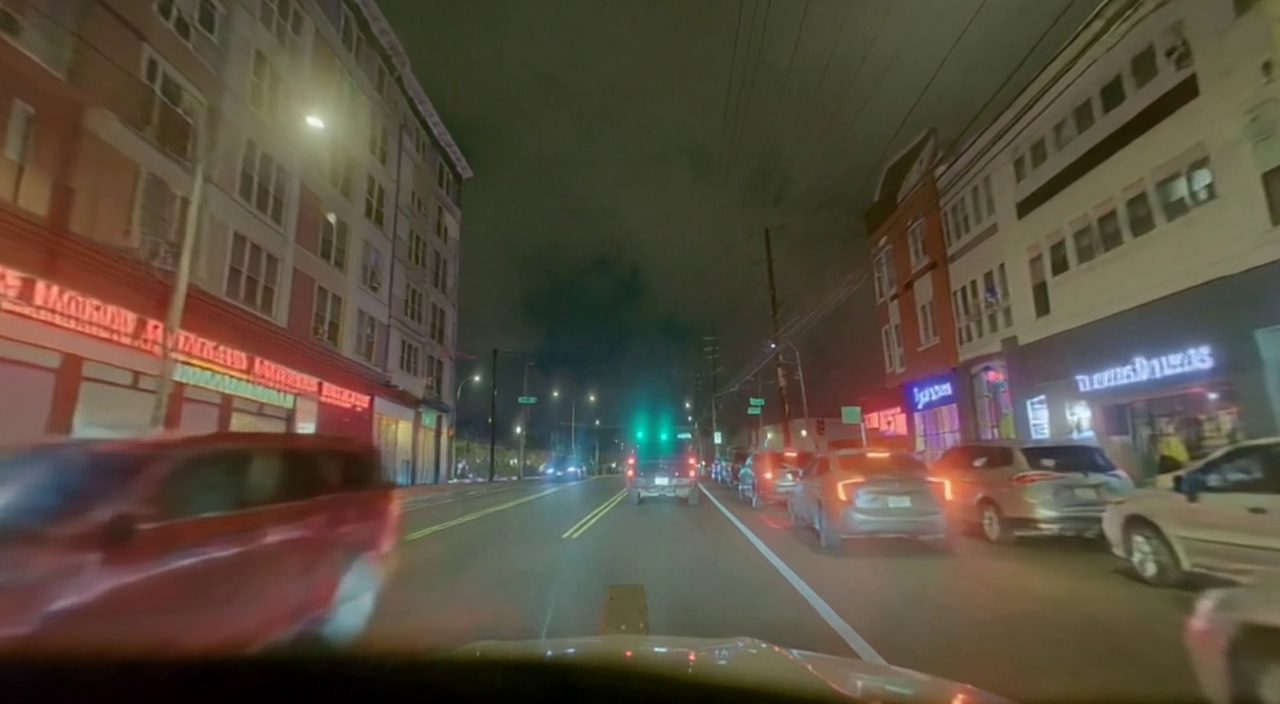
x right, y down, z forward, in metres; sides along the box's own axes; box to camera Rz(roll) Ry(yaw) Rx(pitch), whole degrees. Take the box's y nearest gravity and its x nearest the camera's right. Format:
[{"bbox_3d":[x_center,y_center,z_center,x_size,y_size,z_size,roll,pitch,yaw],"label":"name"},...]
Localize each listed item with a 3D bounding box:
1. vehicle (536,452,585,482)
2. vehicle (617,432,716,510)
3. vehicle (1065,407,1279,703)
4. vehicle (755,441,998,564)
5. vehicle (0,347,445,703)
[{"bbox_3d":[-4.353,6.361,35.157,1.966,1.470,4.528,-1,-8,3],"label":"vehicle"},{"bbox_3d":[0.635,3.005,16.368,2.232,1.736,4.036,0,-8,1],"label":"vehicle"},{"bbox_3d":[2.862,0.697,0.493,2.029,1.460,4.451,0,-8,1],"label":"vehicle"},{"bbox_3d":[3.357,2.216,10.264,2.116,1.487,4.988,0,-8,1],"label":"vehicle"},{"bbox_3d":[-2.808,1.046,3.351,2.023,1.646,4.282,-1,-8,2],"label":"vehicle"}]
